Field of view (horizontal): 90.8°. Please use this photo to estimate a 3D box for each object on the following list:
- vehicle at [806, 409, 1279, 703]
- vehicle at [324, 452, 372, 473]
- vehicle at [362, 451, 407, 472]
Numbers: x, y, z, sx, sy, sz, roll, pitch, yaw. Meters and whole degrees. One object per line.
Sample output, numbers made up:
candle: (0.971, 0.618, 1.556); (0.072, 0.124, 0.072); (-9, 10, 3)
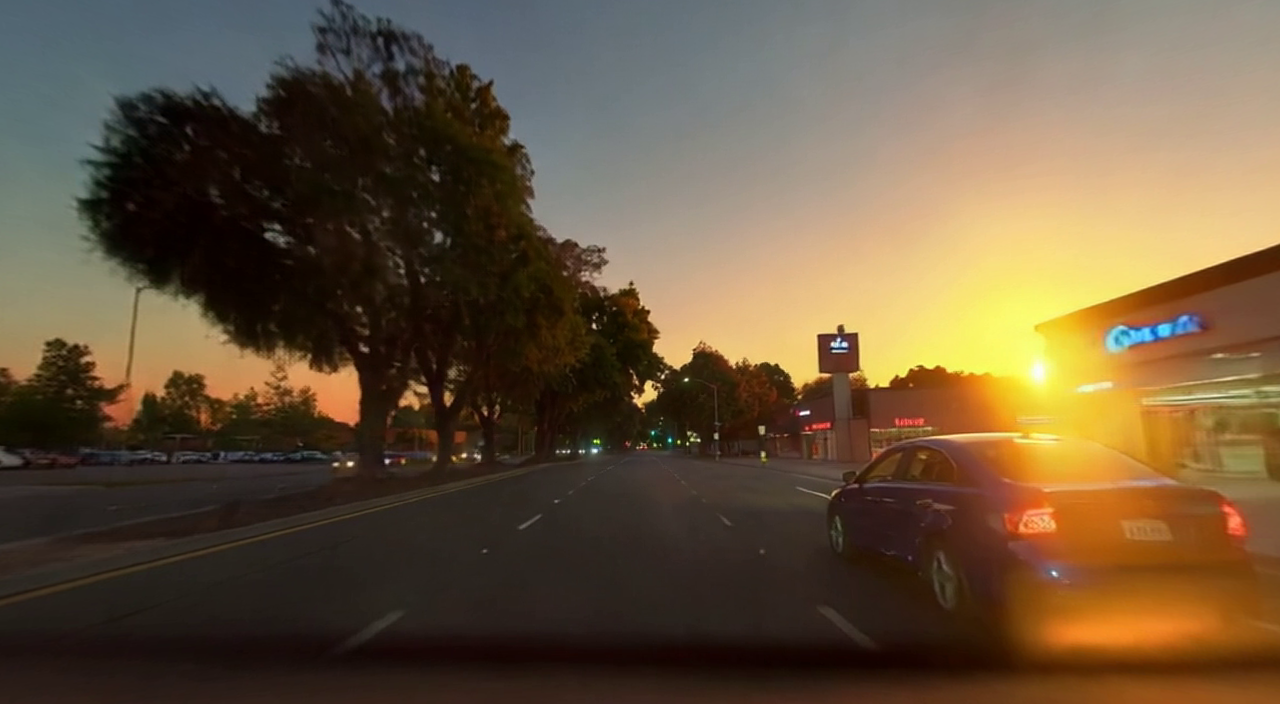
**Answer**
vehicle: (3.075, 1.360, 5.417); (2.004, 1.470, 4.544); (0, -8, -1)
vehicle: (-22.617, 8.582, 49.077); (1.745, 1.476, 4.123); (-1, -8, -1)
vehicle: (-19.385, 8.292, 48.042); (1.761, 1.488, 3.822); (-1, -8, 0)
